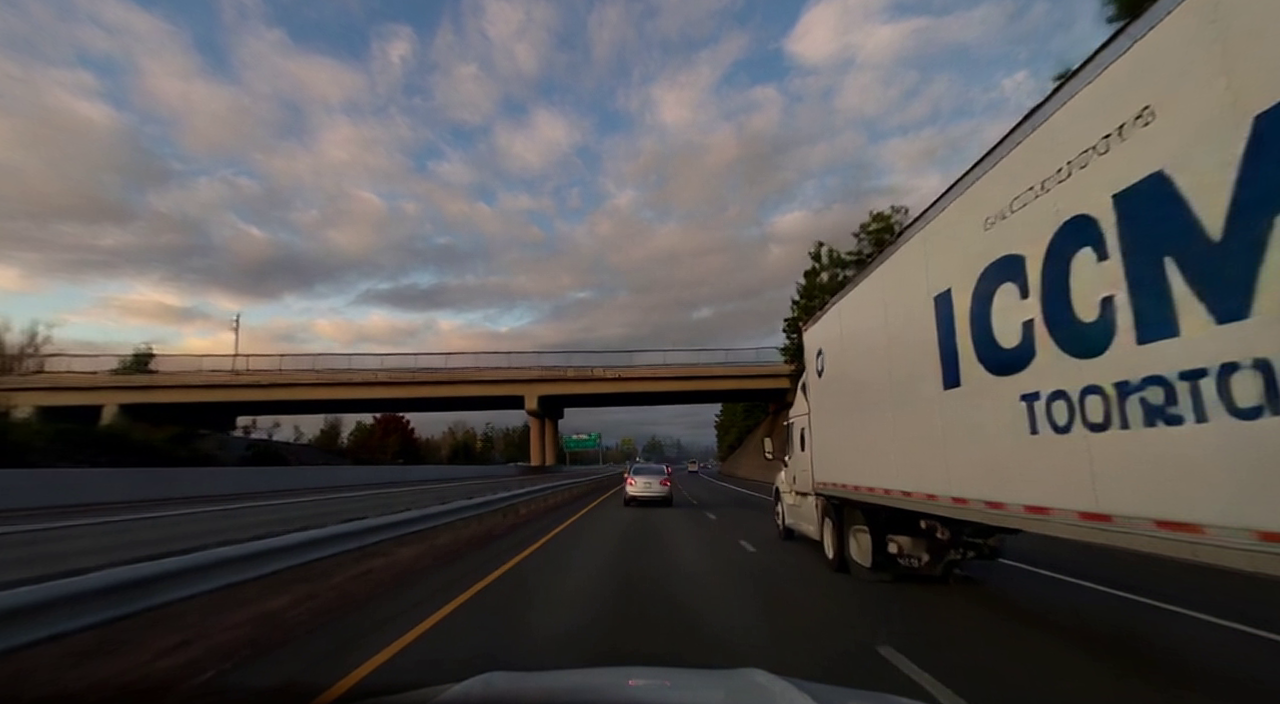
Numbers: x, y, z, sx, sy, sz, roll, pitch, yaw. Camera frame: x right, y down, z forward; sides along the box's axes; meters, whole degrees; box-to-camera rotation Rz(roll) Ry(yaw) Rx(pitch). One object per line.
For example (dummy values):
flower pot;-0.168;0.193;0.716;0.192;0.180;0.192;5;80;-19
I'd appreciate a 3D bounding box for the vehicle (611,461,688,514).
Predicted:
vehicle;0.305;4.190;19.688;2.156;1.444;3.762;1;-10;1

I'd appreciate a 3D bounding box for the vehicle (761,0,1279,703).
vehicle;4.436;0.782;6.889;2.964;4.188;16.587;1;-10;0
